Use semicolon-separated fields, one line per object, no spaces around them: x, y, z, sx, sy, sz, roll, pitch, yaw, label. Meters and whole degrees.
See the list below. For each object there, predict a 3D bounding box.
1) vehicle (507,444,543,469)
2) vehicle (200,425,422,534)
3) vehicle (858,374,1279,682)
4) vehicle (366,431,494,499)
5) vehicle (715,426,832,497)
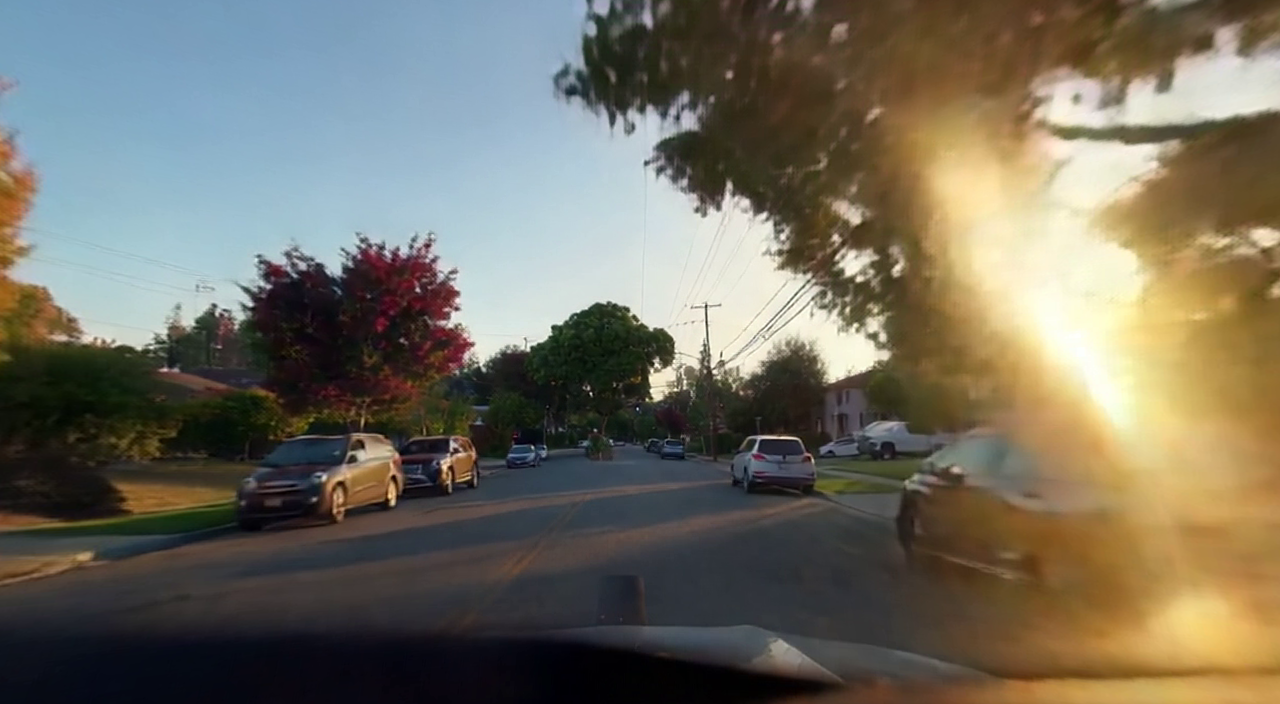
-7.105;6.501;39.393;1.997;1.456;4.319;1;-9;-8;vehicle
-6.283;2.474;12.887;2.031;1.799;4.587;0;-9;0;vehicle
3.743;1.309;5.763;1.889;1.736;4.185;0;-9;-2;vehicle
-6.261;3.450;19.683;2.158;1.817;5.230;0;-9;0;vehicle
3.676;3.171;18.637;2.178;1.757;5.495;0;-9;-1;vehicle
